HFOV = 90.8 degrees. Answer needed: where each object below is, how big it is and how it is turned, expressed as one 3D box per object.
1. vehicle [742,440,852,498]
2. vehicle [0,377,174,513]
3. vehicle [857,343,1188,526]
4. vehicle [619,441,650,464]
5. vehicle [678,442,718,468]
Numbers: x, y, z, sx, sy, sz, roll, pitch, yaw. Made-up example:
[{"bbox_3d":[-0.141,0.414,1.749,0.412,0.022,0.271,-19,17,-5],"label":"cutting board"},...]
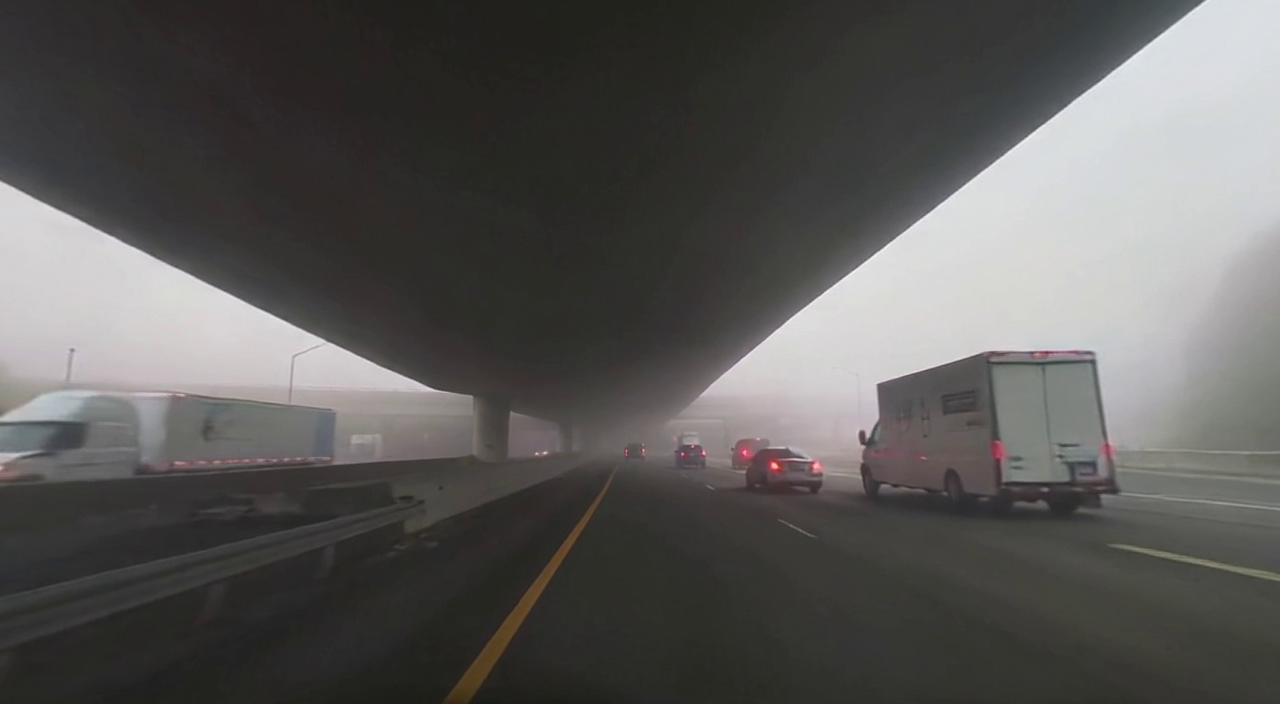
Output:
[{"bbox_3d":[4.353,3.300,18.303,1.971,1.453,4.414,0,-8,-1],"label":"vehicle"},{"bbox_3d":[-20.480,3.148,21.351,3.051,3.996,8.261,0,-8,-1],"label":"vehicle"},{"bbox_3d":[8.031,1.990,14.912,2.866,3.233,7.345,1,-9,-3],"label":"vehicle"},{"bbox_3d":[-0.466,7.832,49.331,2.256,1.743,4.189,0,-8,-1],"label":"vehicle"},{"bbox_3d":[3.779,6.807,42.026,2.005,1.585,4.863,0,-8,-2],"label":"vehicle"}]
